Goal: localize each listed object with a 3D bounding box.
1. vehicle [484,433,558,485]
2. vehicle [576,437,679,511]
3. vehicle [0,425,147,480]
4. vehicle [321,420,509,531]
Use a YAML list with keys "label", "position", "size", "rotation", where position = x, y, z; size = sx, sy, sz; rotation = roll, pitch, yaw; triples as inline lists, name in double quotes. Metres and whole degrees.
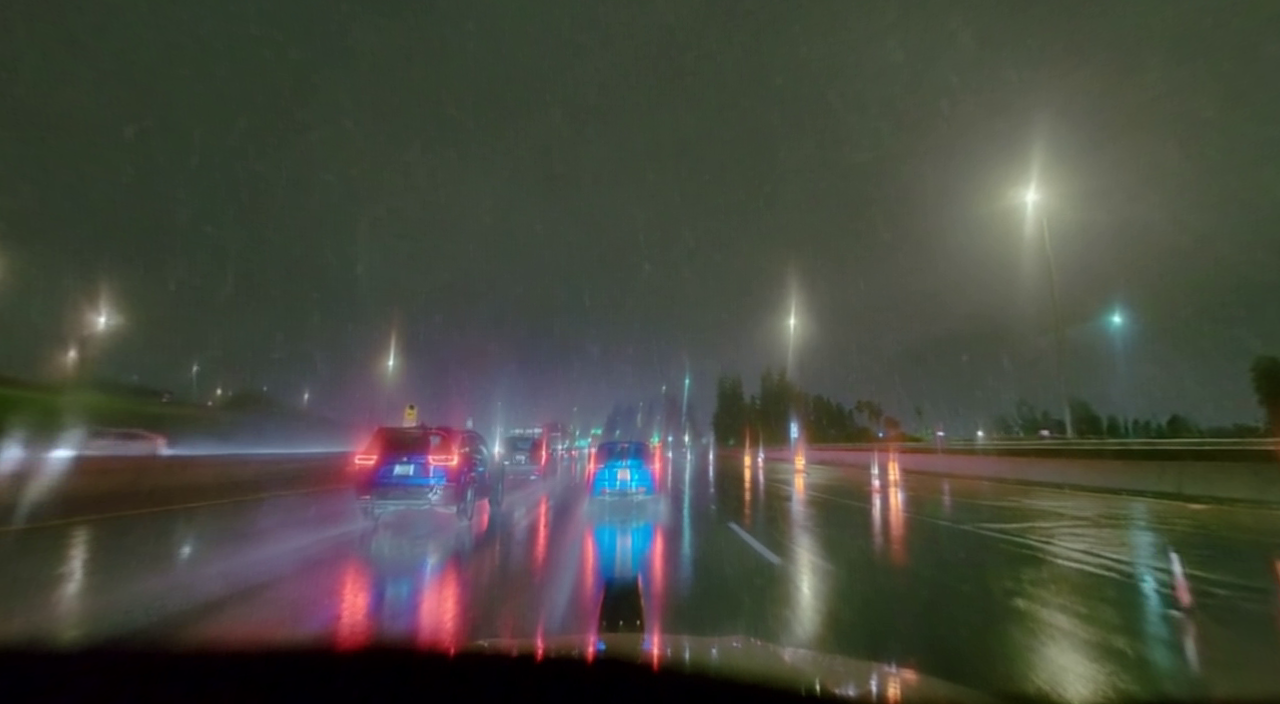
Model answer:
- label: "vehicle"
  position: [-4.269, 3.901, 23.267]
  size: [1.982, 1.727, 4.057]
  rotation: [0, -9, -1]
- label: "vehicle"
  position: [-0.315, 2.763, 14.795]
  size: [2.069, 1.484, 3.982]
  rotation: [0, -9, -2]
- label: "vehicle"
  position: [-17.602, 3.028, 19.114]
  size: [1.857, 1.458, 4.406]
  rotation: [0, -9, -1]
- label: "vehicle"
  position: [-3.924, 2.224, 11.925]
  size: [2.025, 1.708, 4.089]
  rotation: [0, -9, 0]
